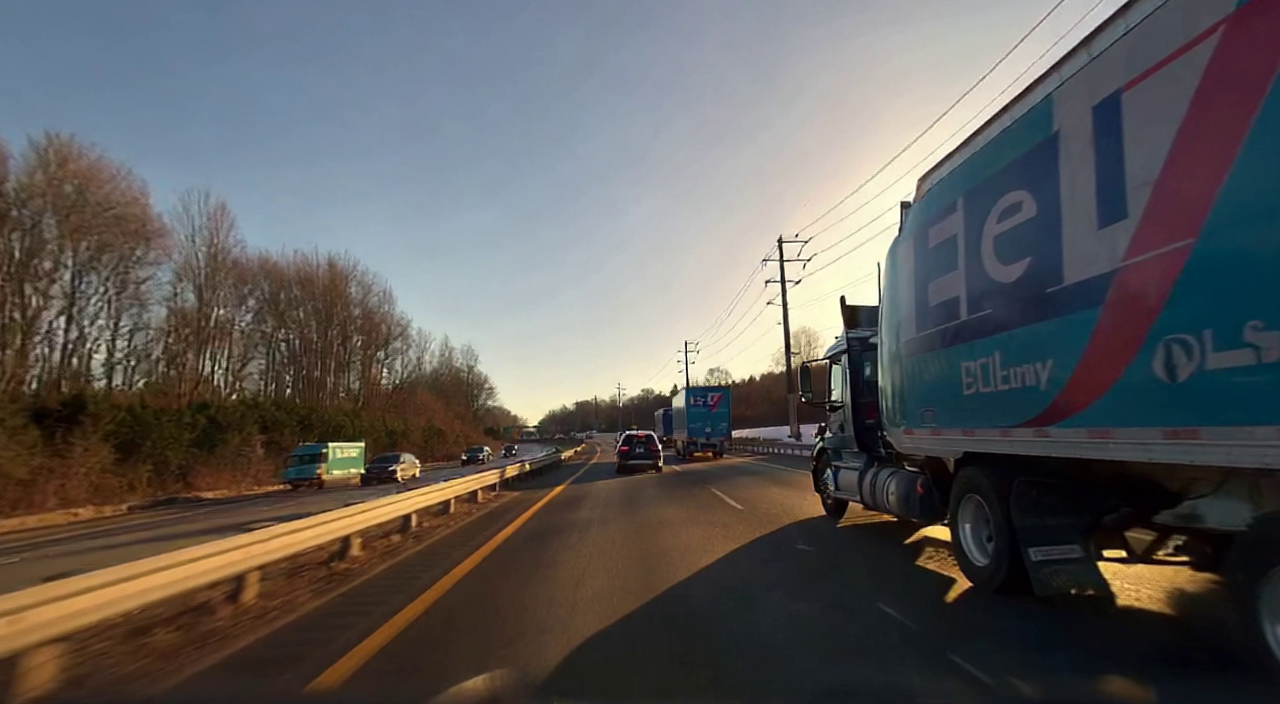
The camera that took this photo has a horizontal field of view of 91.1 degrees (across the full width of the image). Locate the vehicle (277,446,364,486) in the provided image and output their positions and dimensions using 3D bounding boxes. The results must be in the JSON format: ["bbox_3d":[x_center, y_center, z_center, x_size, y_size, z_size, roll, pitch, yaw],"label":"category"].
[{"bbox_3d":[-17.875,6.356,35.532,2.260,2.015,5.352,0,-8,-2],"label":"vehicle"}]

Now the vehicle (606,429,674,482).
[{"bbox_3d":[-0.058,3.384,20.953,2.062,1.581,3.914,0,-8,-2],"label":"vehicle"}]

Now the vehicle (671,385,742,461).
[{"bbox_3d":[3.607,4.201,36.526,2.835,3.872,8.916,0,-8,-2],"label":"vehicle"}]
